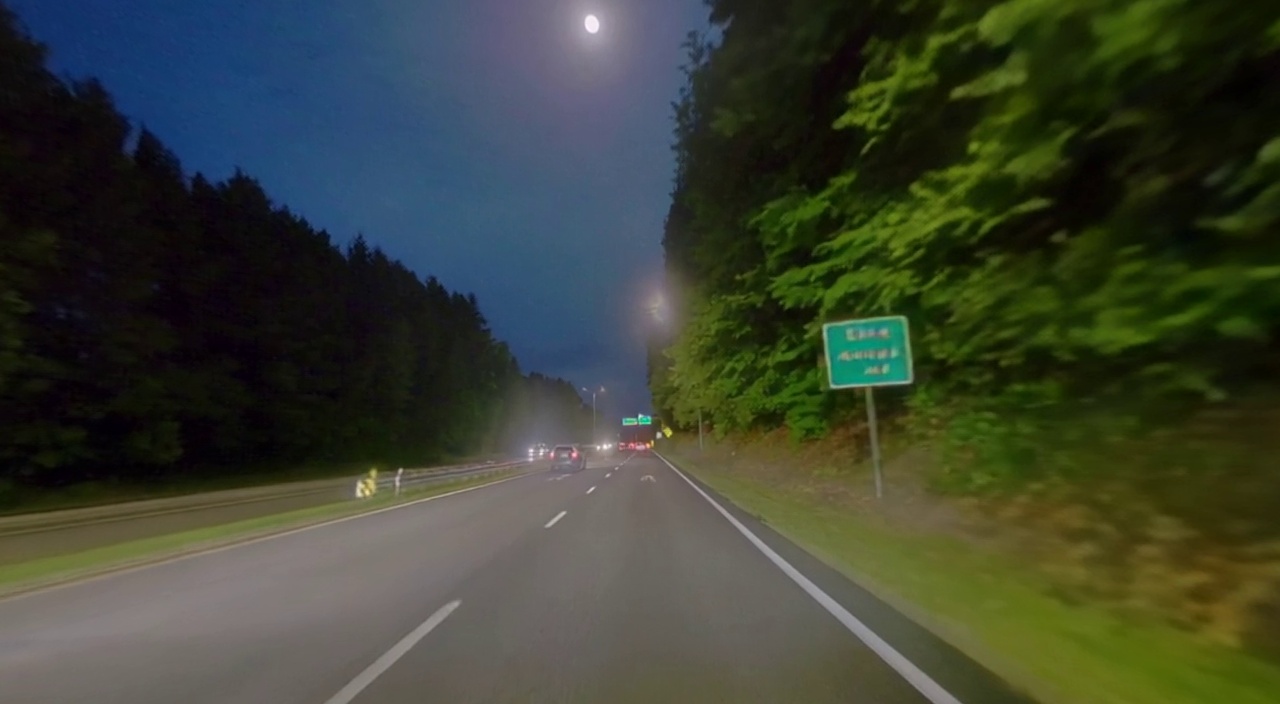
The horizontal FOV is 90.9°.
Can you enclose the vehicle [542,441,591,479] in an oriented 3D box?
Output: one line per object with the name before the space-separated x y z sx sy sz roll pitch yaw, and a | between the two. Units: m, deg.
vehicle | -3.143 4.693 27.530 1.675 1.537 3.574 0 -9 1
